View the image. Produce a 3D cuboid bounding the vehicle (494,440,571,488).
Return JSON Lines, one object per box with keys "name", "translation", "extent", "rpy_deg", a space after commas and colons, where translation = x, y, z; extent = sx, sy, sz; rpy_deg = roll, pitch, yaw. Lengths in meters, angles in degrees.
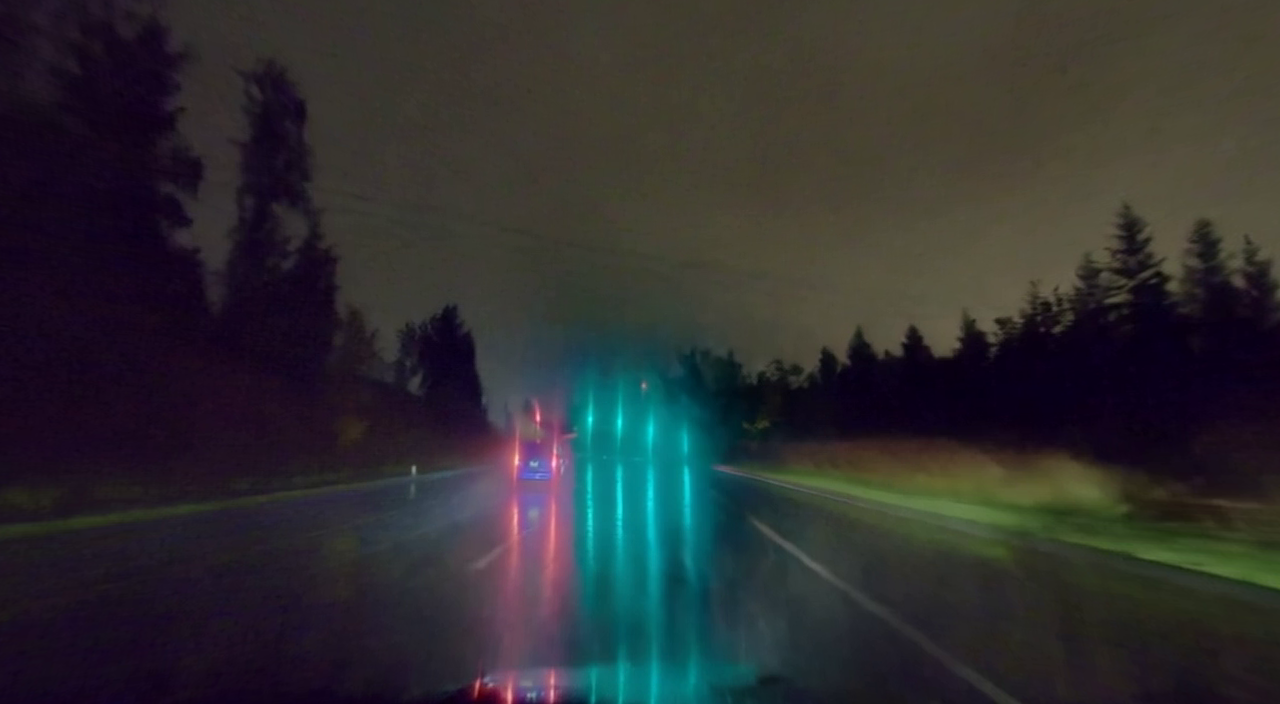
{"name": "vehicle", "translation": [-3.684, 3.908, 22.405], "extent": [1.968, 1.503, 4.443], "rpy_deg": [0, -8, 0]}
